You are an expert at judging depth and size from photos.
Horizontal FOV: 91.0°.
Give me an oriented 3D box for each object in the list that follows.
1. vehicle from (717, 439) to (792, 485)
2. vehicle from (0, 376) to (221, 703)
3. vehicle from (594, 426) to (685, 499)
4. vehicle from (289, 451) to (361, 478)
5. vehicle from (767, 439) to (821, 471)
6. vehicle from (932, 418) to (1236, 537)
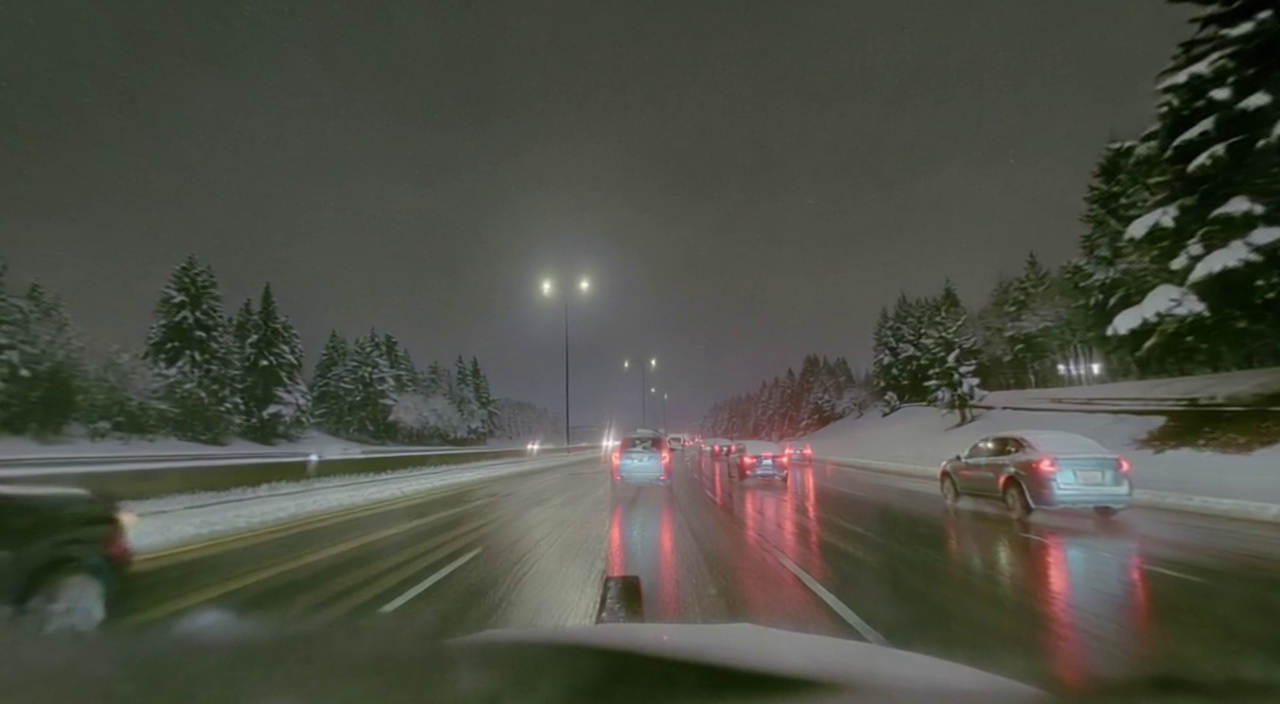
[{"bbox_3d":[4.070,3.987,23.140,1.999,1.514,4.338,0,-9,1],"label":"vehicle"},{"bbox_3d":[-4.180,0.802,2.196,2.128,1.627,4.697,0,-9,1],"label":"vehicle"},{"bbox_3d":[0.048,2.974,17.240,2.181,1.728,3.970,0,-9,2],"label":"vehicle"},{"bbox_3d":[-19.969,7.134,40.120,1.869,1.536,4.621,0,-9,5],"label":"vehicle"},{"bbox_3d":[8.168,5.494,33.786,1.956,1.588,4.305,0,-9,2],"label":"vehicle"},{"bbox_3d":[7.414,2.138,11.377,2.028,1.657,4.823,0,-9,1],"label":"vehicle"}]
